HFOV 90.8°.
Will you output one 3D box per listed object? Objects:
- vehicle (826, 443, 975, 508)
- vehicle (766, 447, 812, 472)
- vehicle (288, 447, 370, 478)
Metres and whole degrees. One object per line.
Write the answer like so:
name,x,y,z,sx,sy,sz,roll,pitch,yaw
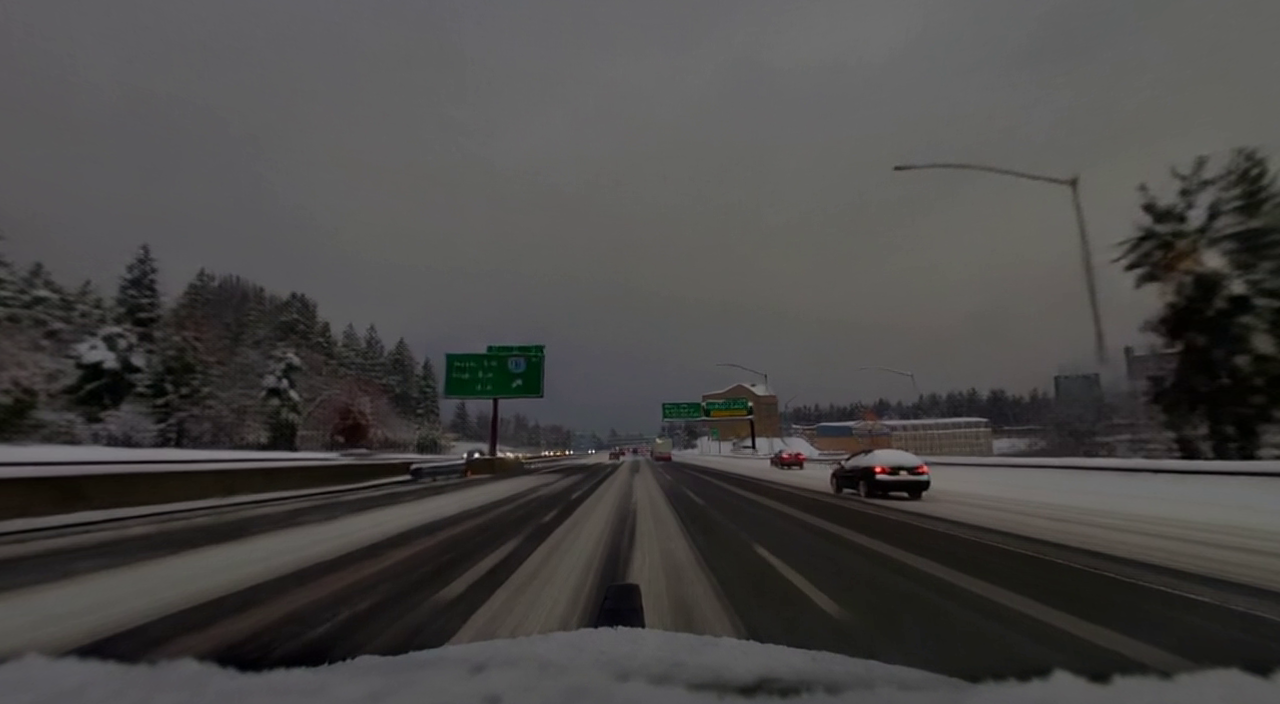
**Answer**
vehicle,6.816,3.257,17.241,1.861,1.500,4.860,0,-9,-2
vehicle,9.605,6.969,41.084,1.878,1.509,4.327,0,-9,-1
vehicle,-15.824,5.621,32.431,1.859,1.486,4.543,0,-9,0
